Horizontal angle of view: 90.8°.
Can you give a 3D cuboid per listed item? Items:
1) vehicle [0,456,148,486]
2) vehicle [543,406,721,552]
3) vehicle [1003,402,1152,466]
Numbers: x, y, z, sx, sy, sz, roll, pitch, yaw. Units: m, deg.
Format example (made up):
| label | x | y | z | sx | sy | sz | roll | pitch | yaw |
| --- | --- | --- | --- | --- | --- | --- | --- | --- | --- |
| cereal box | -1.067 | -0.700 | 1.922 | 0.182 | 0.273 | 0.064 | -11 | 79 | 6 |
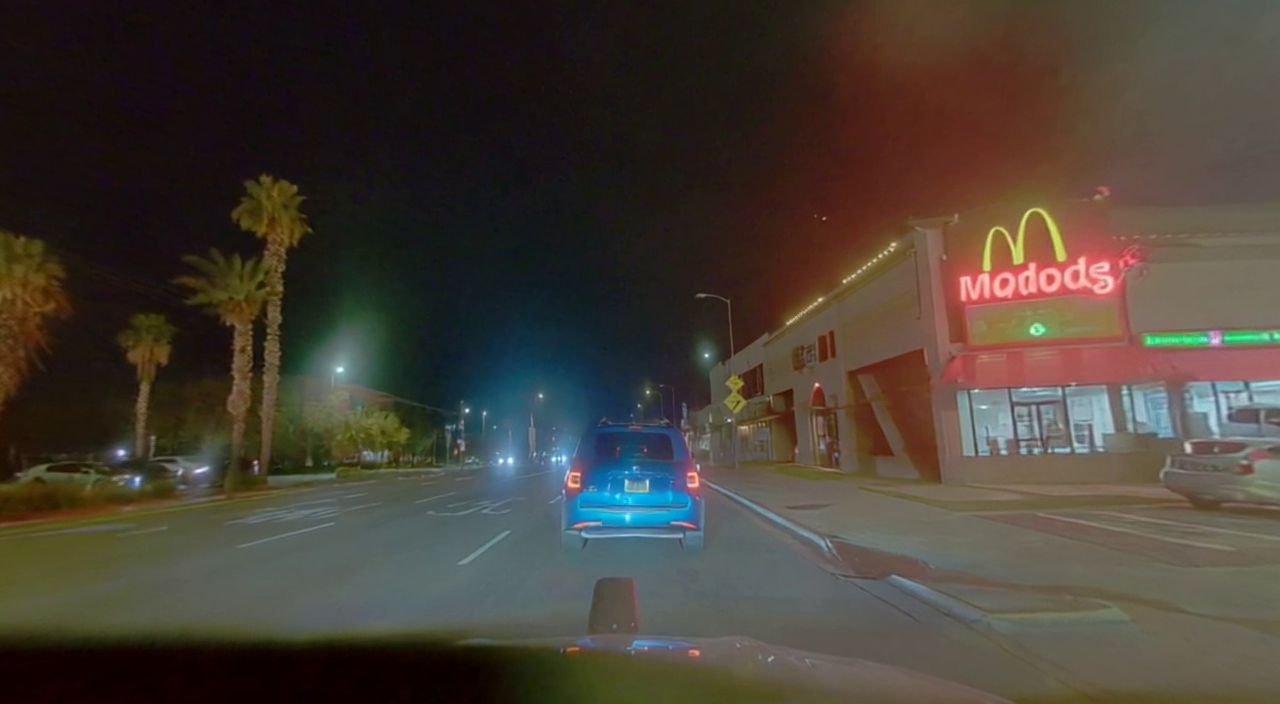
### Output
| label | x | y | z | sx | sy | sz | roll | pitch | yaw |
| --- | --- | --- | --- | --- | --- | --- | --- | --- | --- |
| vehicle | -28.325 | 5.949 | 31.866 | 5.154 | 1.343 | 1.943 | 4 | -10 | -25 |
| vehicle | -0.140 | 1.892 | 9.963 | 2.234 | 1.818 | 3.869 | 0 | -9 | -1 |
| vehicle | 16.088 | 3.057 | 23.122 | 6.060 | 2.047 | 2.490 | 6 | -11 | -36 |
